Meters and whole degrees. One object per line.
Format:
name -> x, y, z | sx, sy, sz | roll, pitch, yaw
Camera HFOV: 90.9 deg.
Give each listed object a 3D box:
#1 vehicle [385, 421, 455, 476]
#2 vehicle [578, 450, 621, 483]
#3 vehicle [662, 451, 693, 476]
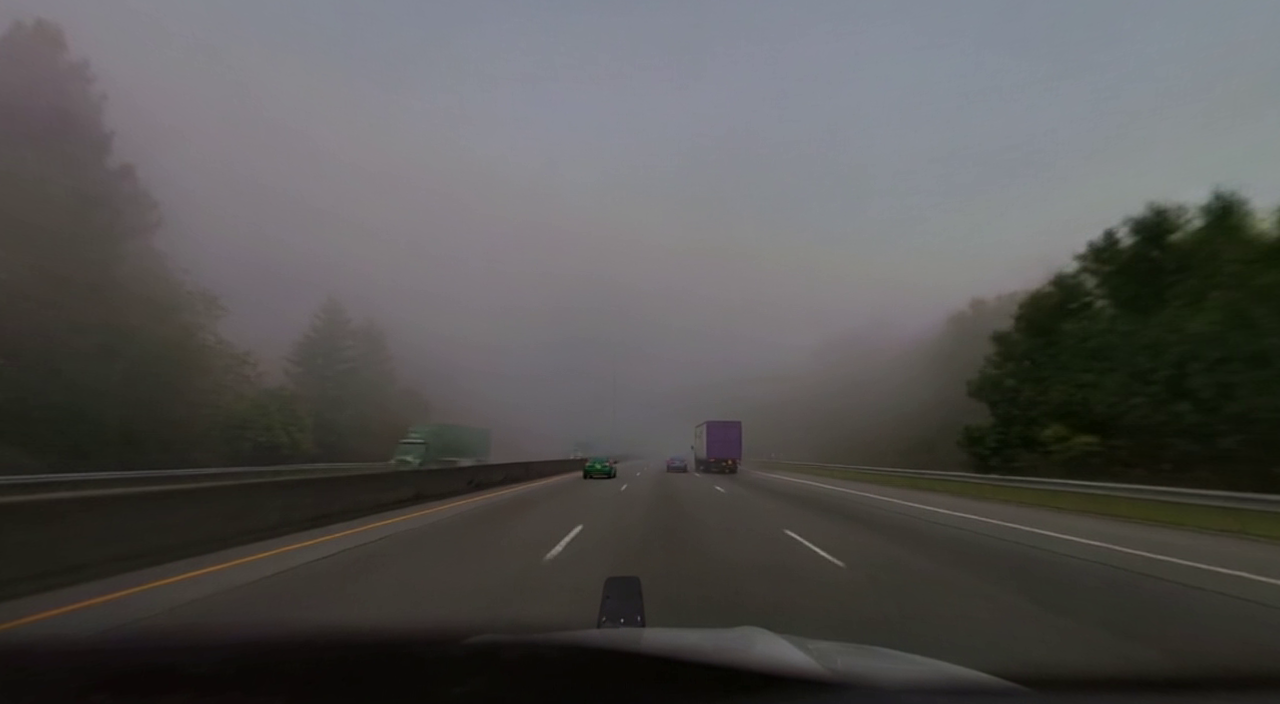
vehicle -> -17.108, 7.608, 49.389 | 3.005, 3.979, 5.919 | -1, -9, 3
vehicle -> -2.047, 5.955, 33.032 | 1.960, 1.579, 4.384 | 0, -9, 1
vehicle -> 2.501, 7.565, 42.959 | 1.957, 1.541, 4.099 | 0, -9, 1
